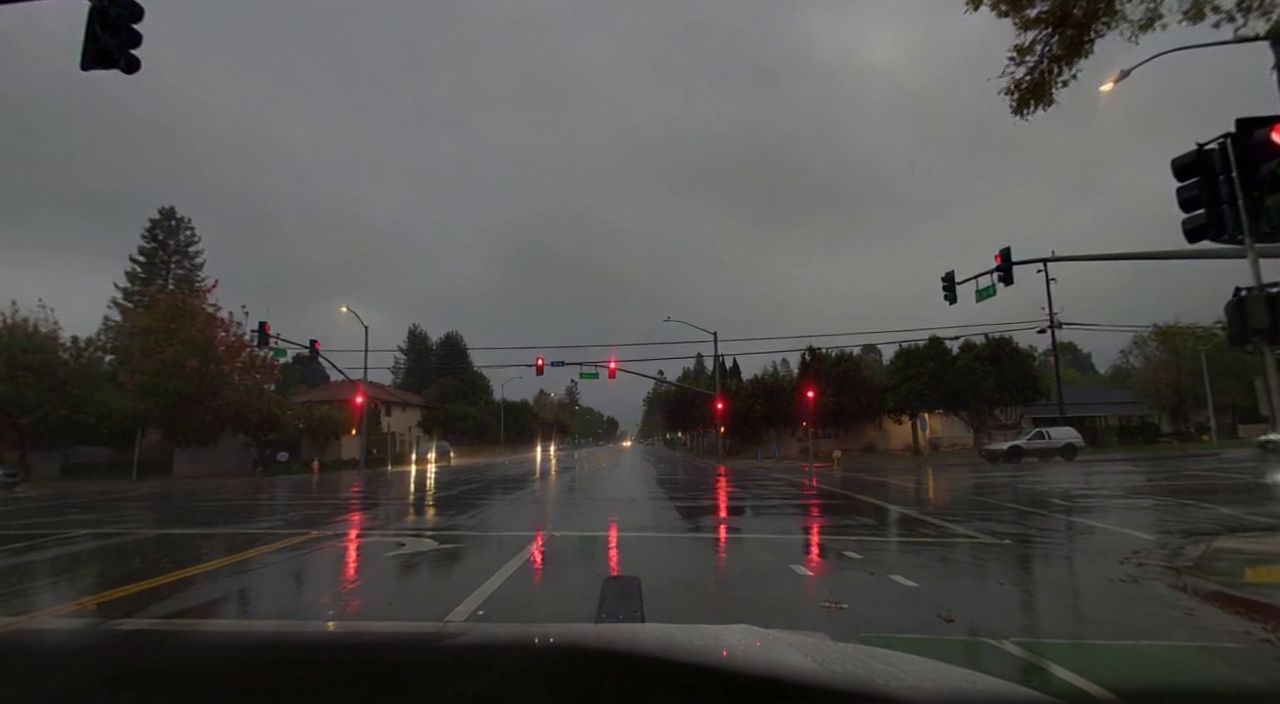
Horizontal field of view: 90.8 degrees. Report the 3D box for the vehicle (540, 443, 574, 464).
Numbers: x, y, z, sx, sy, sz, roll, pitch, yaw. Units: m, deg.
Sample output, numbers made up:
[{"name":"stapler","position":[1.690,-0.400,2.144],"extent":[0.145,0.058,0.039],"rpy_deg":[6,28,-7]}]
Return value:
[{"name":"vehicle","position":[-6.131,7.521,47.051],"extent":[1.936,1.444,4.168],"rpy_deg":[0,-8,0]}]
